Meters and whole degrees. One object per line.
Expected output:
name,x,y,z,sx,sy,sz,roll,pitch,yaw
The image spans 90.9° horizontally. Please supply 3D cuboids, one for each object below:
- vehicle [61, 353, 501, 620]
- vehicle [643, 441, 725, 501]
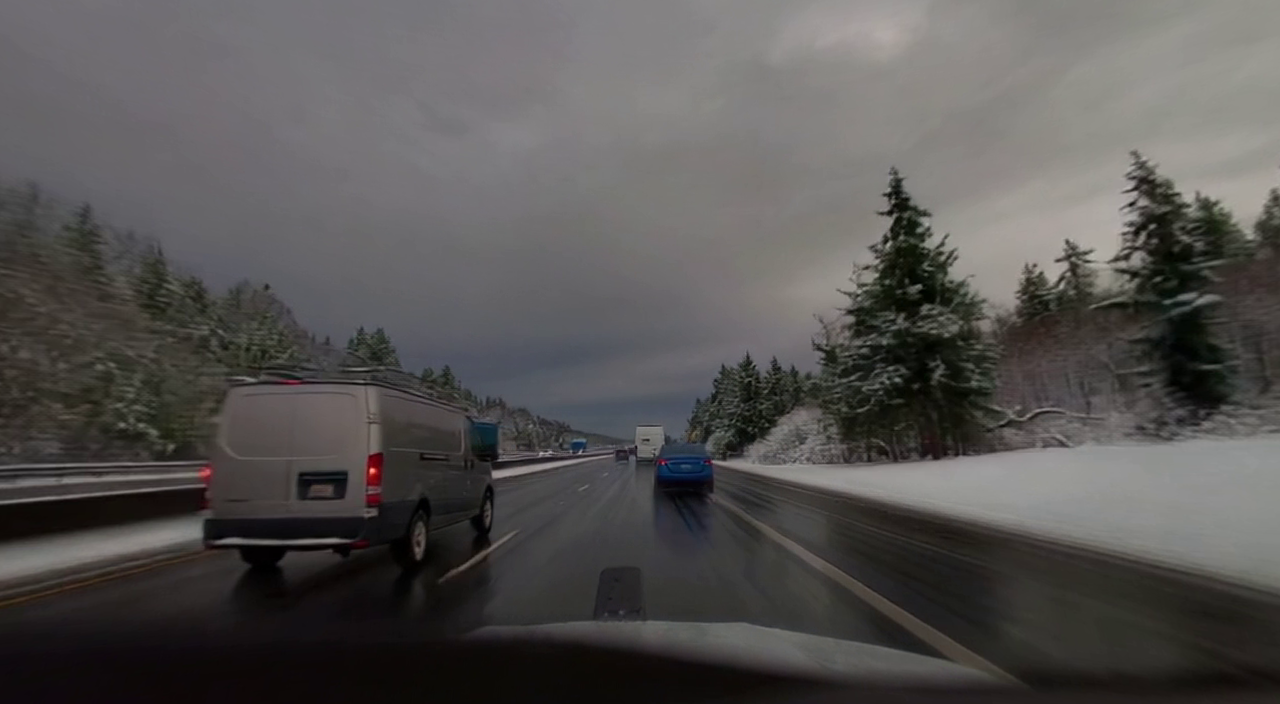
vehicle,-3.285,1.397,7.369,2.217,2.033,4.975,0,-9,-1
vehicle,1.100,3.249,17.545,2.012,1.485,3.649,0,-9,0
